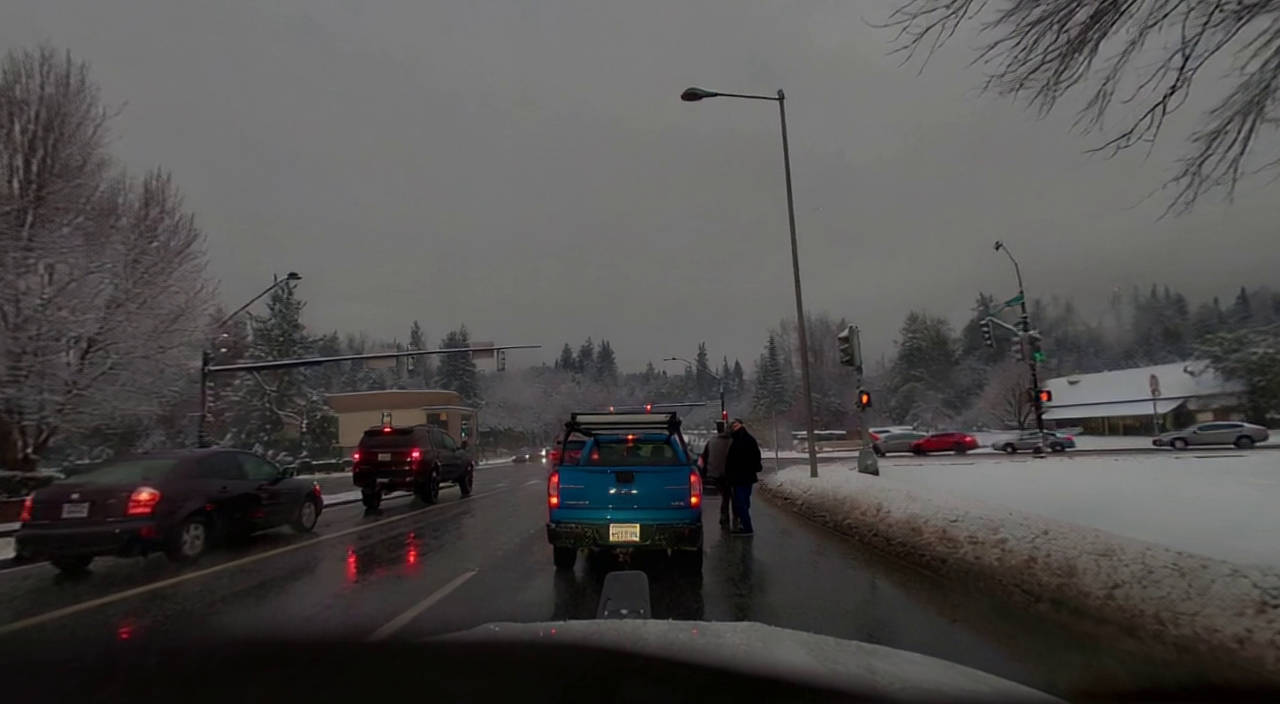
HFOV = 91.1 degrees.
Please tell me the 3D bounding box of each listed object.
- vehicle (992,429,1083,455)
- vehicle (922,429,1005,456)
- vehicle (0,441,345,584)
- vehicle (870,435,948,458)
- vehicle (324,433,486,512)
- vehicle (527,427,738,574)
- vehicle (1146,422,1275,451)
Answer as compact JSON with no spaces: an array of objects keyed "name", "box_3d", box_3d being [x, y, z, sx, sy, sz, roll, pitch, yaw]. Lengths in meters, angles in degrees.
[{"name":"vehicle","box_3d":[23.792,5.437,37.748,4.454,1.440,1.816,-5,-10,30]},{"name":"vehicle","box_3d":[21.968,6.188,42.711,4.814,1.700,1.895,-5,-10,30]},{"name":"vehicle","box_3d":[-6.342,2.068,9.024,1.948,1.530,4.283,0,-9,3]},{"name":"vehicle","box_3d":[17.575,6.193,41.094,4.441,1.452,1.798,-5,-10,30]},{"name":"vehicle","box_3d":[-6.164,3.227,17.383,2.230,1.811,5.183,-1,-9,3]},{"name":"vehicle","box_3d":[-0.051,1.862,8.673,2.182,1.501,4.150,0,-9,1]},{"name":"vehicle","box_3d":[30.527,4.591,33.804,4.739,1.472,1.804,-5,-10,29]}]
